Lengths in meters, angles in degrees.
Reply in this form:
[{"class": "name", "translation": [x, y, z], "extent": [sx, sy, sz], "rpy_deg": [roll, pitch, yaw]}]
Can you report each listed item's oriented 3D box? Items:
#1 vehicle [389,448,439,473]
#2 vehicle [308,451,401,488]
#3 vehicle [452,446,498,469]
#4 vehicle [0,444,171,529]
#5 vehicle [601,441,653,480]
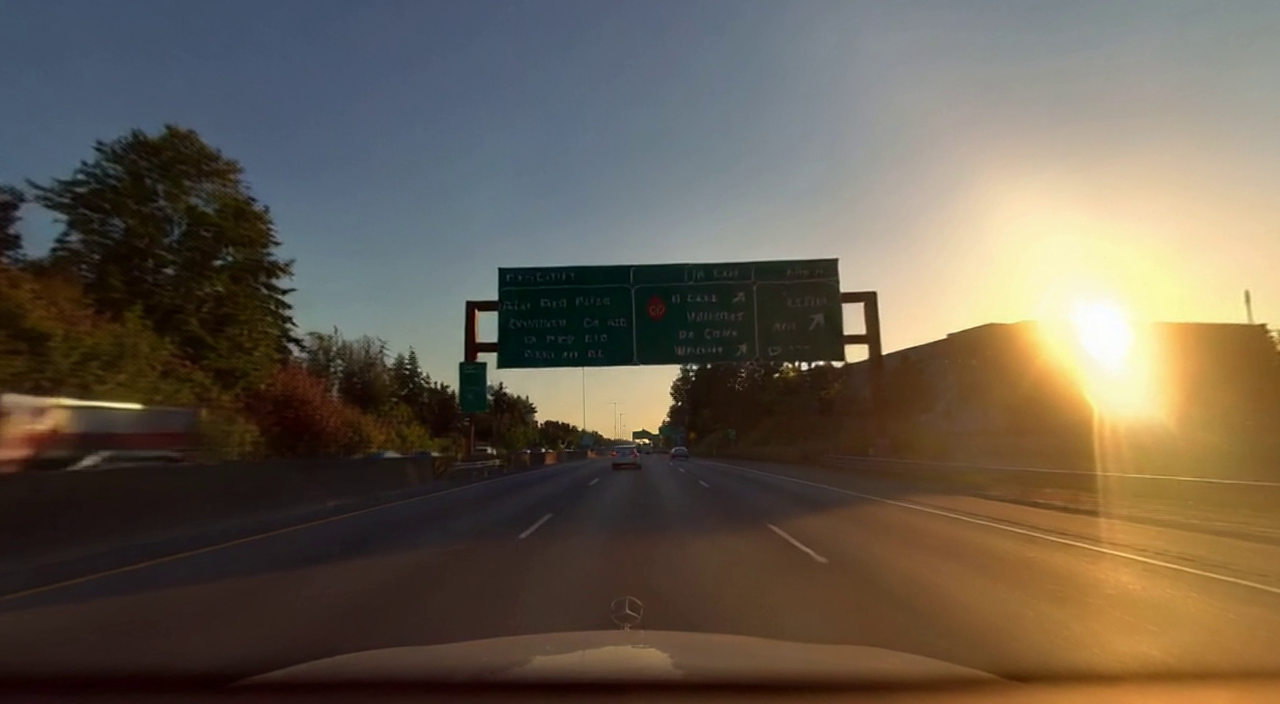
[{"class": "vehicle", "translation": [-16.542, 7.939, 46.326], "extent": [1.951, 1.749, 4.298], "rpy_deg": [0, -9, 1]}, {"class": "vehicle", "translation": [-12.847, 5.286, 28.674], "extent": [2.058, 1.470, 4.473], "rpy_deg": [0, -9, 1]}, {"class": "vehicle", "translation": [-11.714, 7.496, 44.986], "extent": [1.969, 1.539, 4.538], "rpy_deg": [0, -9, 1]}, {"class": "vehicle", "translation": [-12.311, 2.668, 12.953], "extent": [1.892, 1.493, 4.444], "rpy_deg": [0, -9, 0]}, {"class": "vehicle", "translation": [-0.482, 4.683, 27.312], "extent": [1.936, 1.545, 4.116], "rpy_deg": [-1, -9, 3]}]
